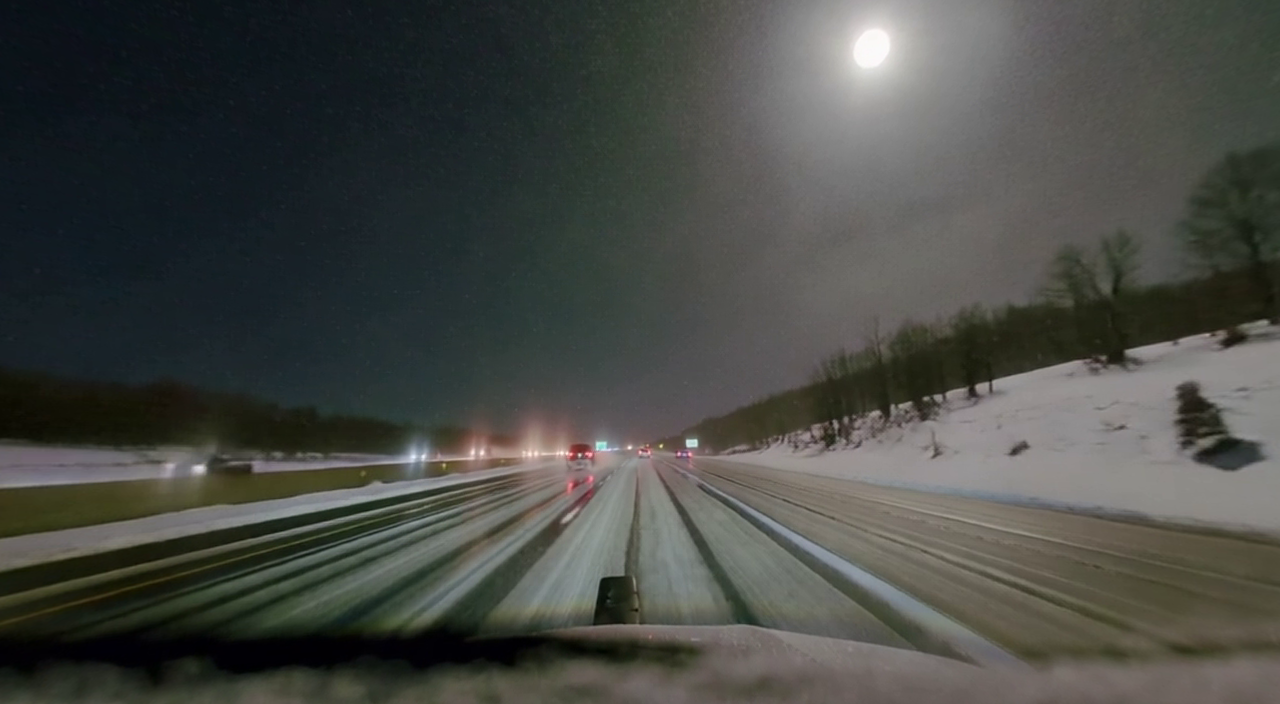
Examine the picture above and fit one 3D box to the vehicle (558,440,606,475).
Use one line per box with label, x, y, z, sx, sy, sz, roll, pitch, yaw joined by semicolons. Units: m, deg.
vehicle;-3.019;5.564;33.513;2.070;1.707;4.309;0;-9;1
